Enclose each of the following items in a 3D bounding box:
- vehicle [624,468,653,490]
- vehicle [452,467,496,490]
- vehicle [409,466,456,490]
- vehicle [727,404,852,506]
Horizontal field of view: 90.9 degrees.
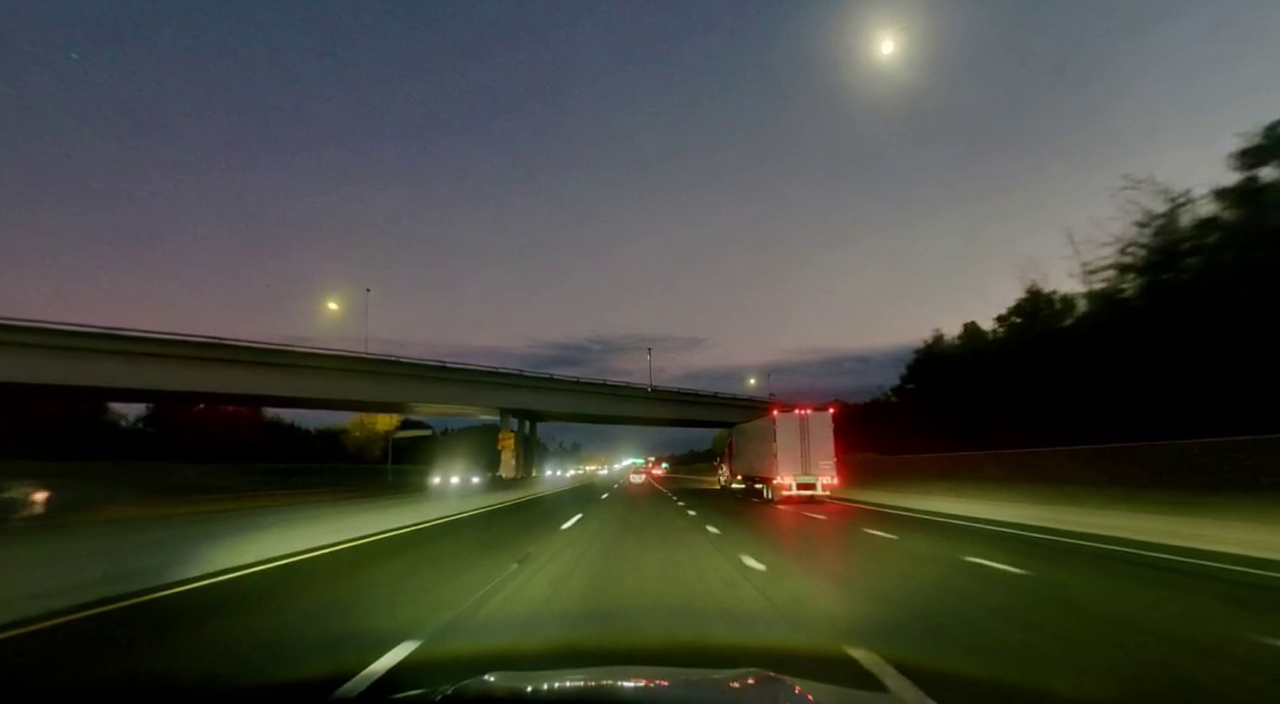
[{"bbox_3d":[-0.103,9.192,45.815,2.029,1.459,3.684,1,-10,0],"label":"vehicle"},{"bbox_3d":[-11.284,8.620,43.145,1.870,1.478,4.173,1,-10,-1],"label":"vehicle"},{"bbox_3d":[-15.112,9.219,46.169,1.887,1.599,4.561,1,-10,-1],"label":"vehicle"},{"bbox_3d":[7.011,5.440,32.479,2.926,4.073,13.836,1,-10,0],"label":"vehicle"}]
